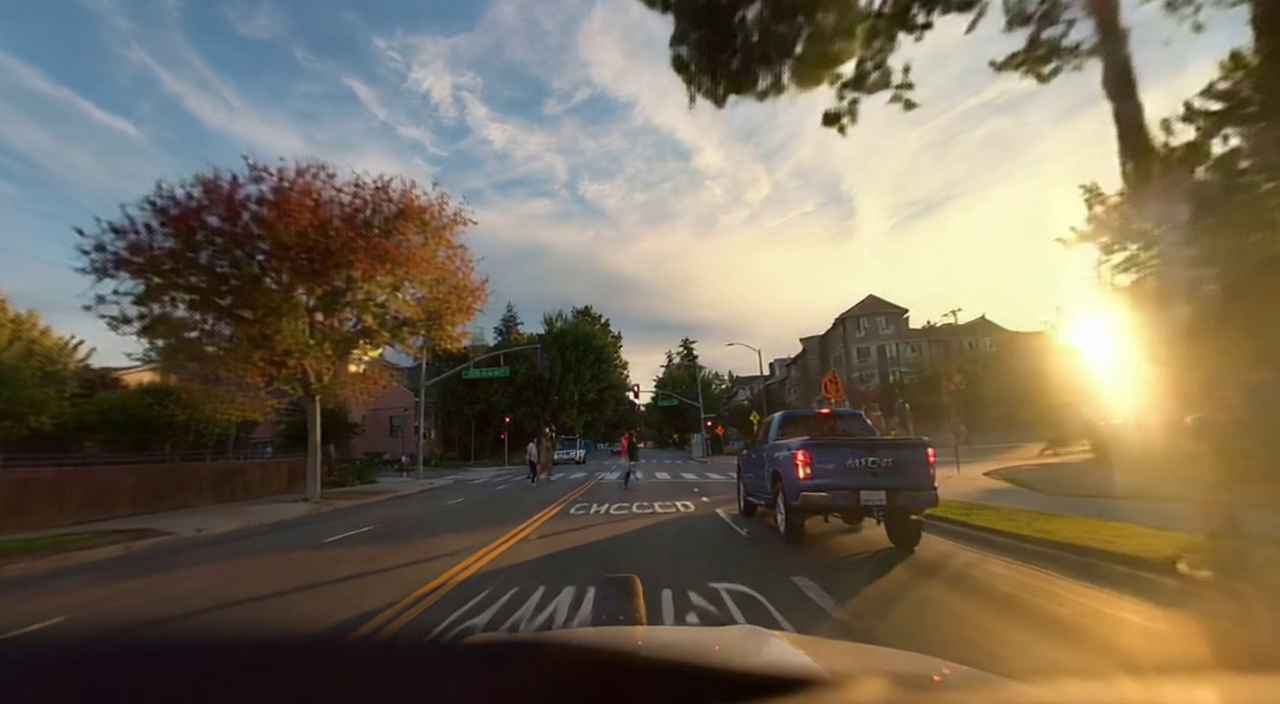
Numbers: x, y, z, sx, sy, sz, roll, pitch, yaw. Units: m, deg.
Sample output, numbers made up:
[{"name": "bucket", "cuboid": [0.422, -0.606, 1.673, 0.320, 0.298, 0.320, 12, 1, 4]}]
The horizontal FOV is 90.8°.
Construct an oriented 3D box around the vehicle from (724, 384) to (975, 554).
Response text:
[{"name": "vehicle", "cuboid": [2.869, 1.811, 10.371, 2.177, 2.015, 5.463, 0, -9, -1]}]
